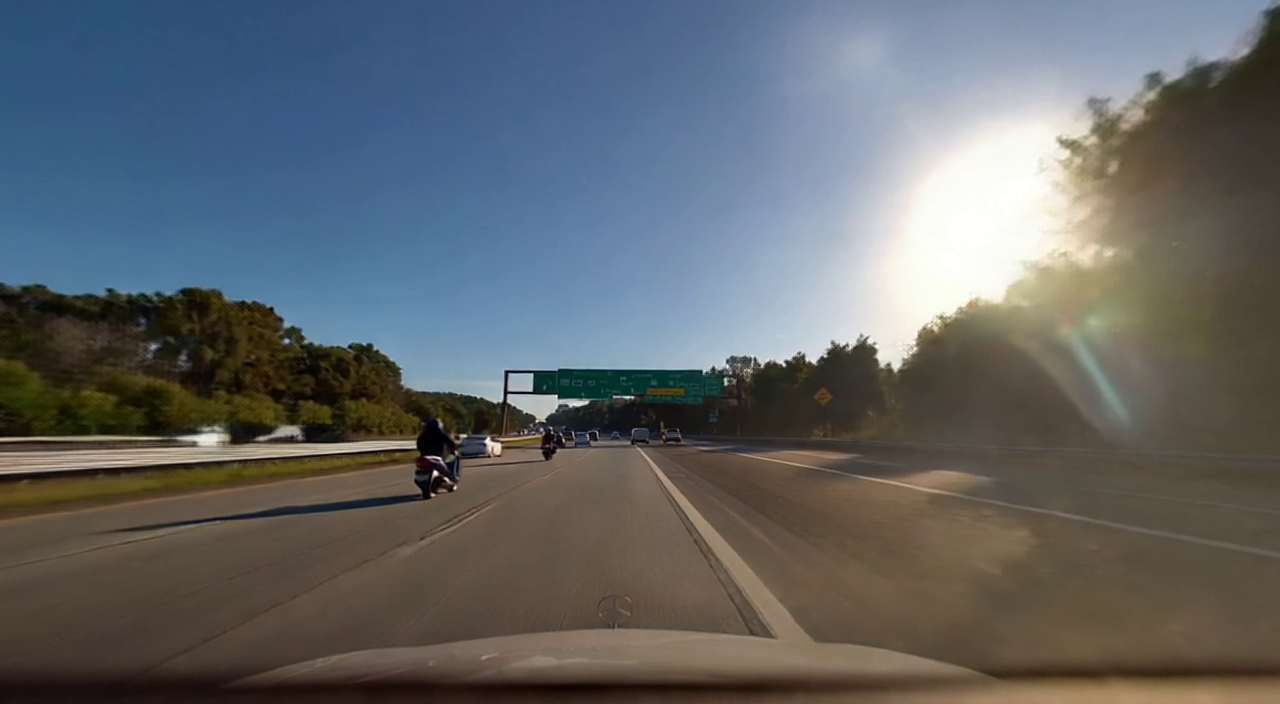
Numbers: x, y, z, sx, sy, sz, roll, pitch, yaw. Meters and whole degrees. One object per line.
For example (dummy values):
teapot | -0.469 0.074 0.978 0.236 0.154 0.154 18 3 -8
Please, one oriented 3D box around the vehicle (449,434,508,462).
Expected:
vehicle | -8.787 5.218 34.616 2.053 1.409 4.704 0 -8 -1

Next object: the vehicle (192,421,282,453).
vehicle | -20.955 4.439 32.973 1.896 1.529 4.323 0 -8 -1
